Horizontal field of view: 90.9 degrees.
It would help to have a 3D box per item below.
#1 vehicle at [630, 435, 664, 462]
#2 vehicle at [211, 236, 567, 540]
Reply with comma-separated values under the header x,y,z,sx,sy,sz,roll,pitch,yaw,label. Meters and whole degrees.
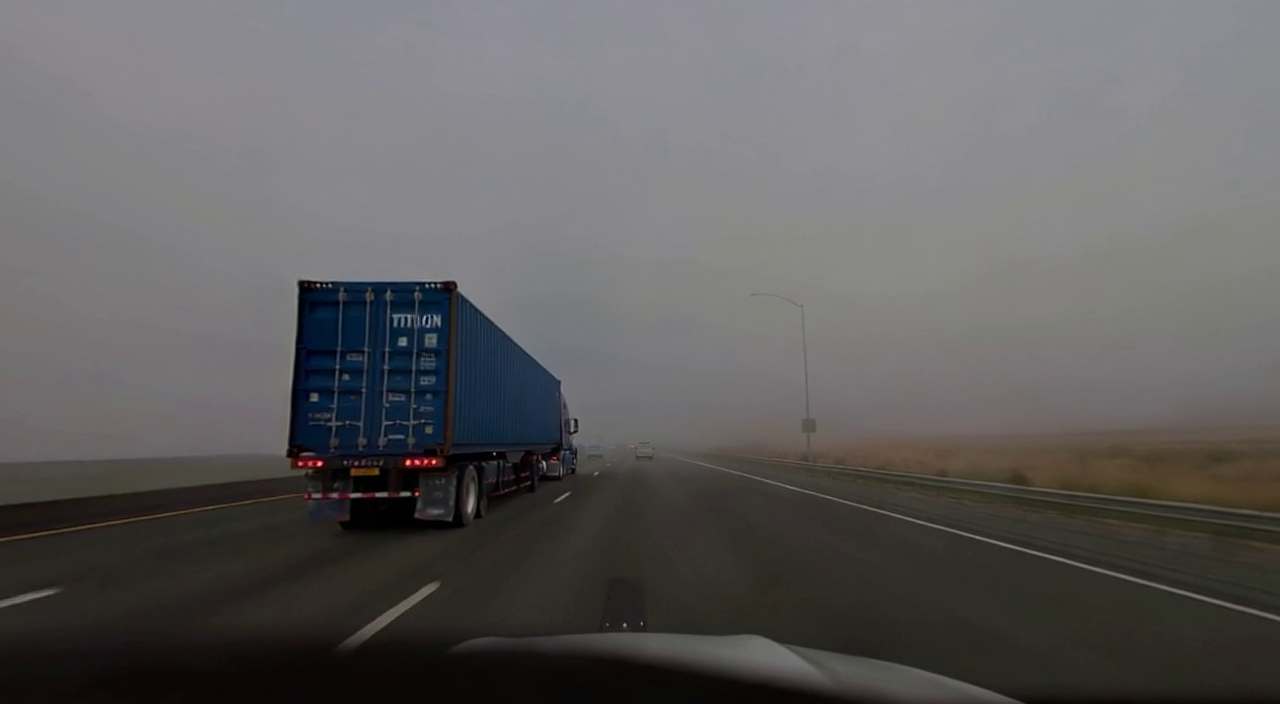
x,y,z,sx,sy,sz,roll,pitch,yaw,label
0.444,6.440,42.150,2.136,1.718,4.157,-1,-8,0,vehicle
-4.052,1.378,15.040,2.840,4.032,13.388,-1,-8,1,vehicle
